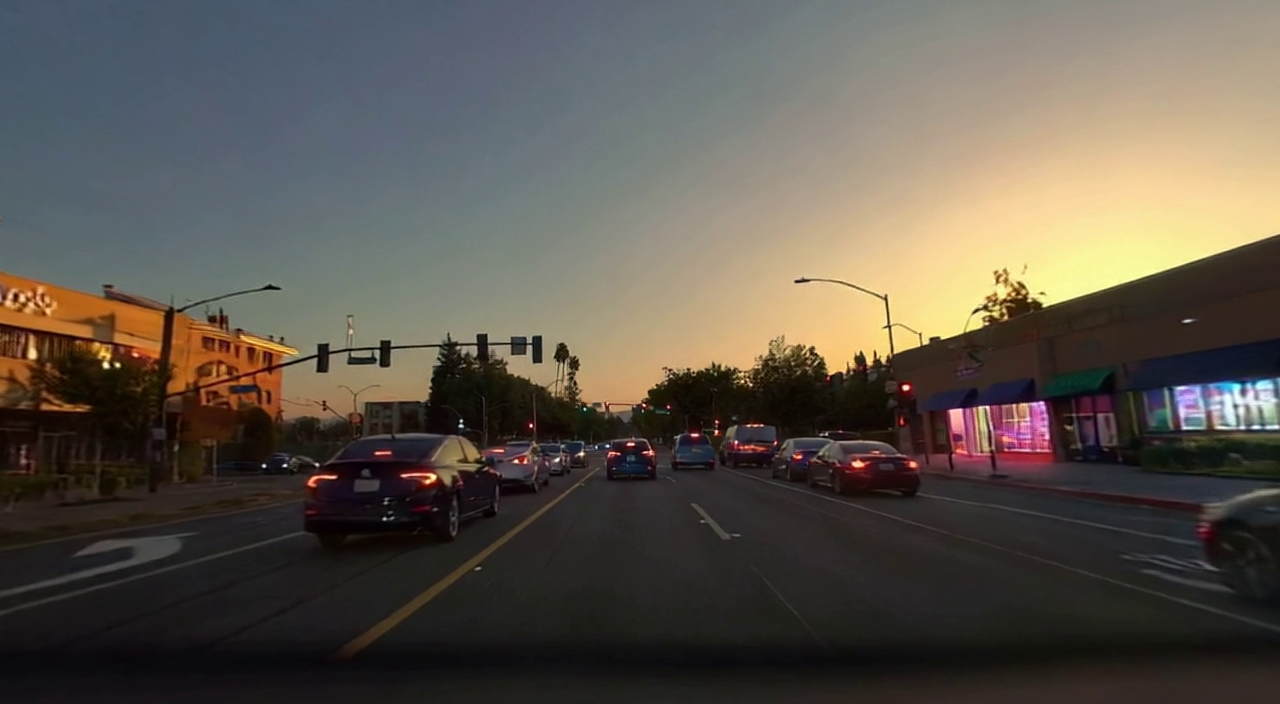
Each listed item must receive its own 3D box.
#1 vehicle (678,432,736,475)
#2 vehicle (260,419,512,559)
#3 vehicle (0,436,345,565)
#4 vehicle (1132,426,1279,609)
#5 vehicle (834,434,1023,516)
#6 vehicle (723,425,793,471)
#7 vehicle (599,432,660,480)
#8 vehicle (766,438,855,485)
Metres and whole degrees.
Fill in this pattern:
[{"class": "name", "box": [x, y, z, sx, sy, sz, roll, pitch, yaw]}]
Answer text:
[{"class": "vehicle", "box": [2.934, 4.578, 28.738, 2.018, 1.779, 4.338, 0, -8, -2]}, {"class": "vehicle", "box": [-3.444, 1.936, 9.669, 2.063, 1.625, 4.290, 0, -8, 0]}, {"class": "vehicle", "box": [-6.485, 2.034, 9.509, 1.989, 1.459, 4.439, 0, -8, -1]}, {"class": "vehicle", "box": [6.135, 1.207, 4.288, 2.017, 1.453, 4.497, 0, -8, 1]}, {"class": "vehicle", "box": [6.109, 2.642, 14.169, 1.969, 1.502, 4.663, 0, -8, -1]}, {"class": "vehicle", "box": [6.016, 5.040, 33.152, 2.510, 2.176, 5.527, 0, -8, -1]}, {"class": "vehicle", "box": [-0.411, 4.201, 25.775, 2.261, 1.741, 4.255, 0, -8, -1]}, {"class": "vehicle", "box": [6.079, 3.935, 23.095, 1.884, 1.522, 4.557, 0, -8, -1]}]
